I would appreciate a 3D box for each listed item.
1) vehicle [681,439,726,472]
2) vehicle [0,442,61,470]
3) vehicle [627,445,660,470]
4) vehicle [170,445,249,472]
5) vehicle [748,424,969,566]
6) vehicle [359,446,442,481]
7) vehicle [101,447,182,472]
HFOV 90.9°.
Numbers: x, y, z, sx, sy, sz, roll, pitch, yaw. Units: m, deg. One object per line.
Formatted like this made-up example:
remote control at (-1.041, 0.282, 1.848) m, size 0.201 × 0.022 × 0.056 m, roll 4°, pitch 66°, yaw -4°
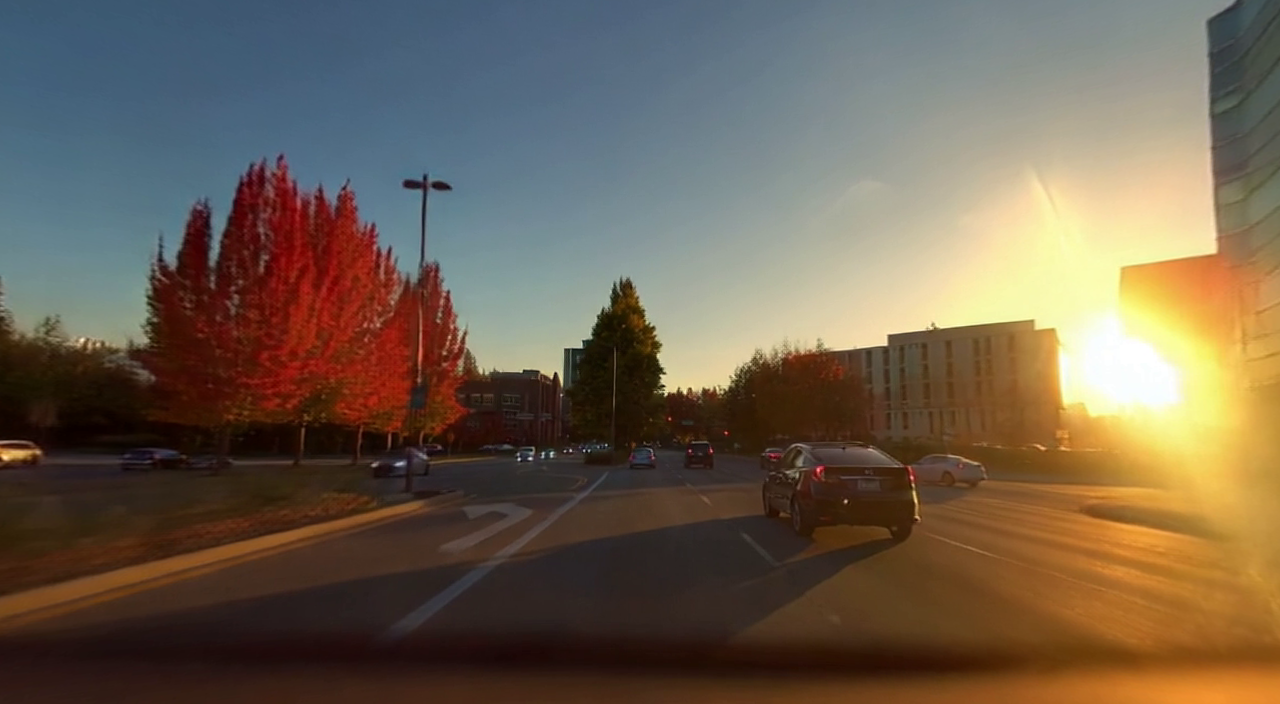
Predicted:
vehicle at (3.782, 6.222, 38.119) m, size 2.154 × 1.844 × 4.634 m, roll 1°, pitch -8°, yaw -1°
vehicle at (-41.549, 6.847, 41.733) m, size 1.920 × 1.763 × 4.591 m, roll 0°, pitch -8°, yaw 0°
vehicle at (0.191, 6.684, 40.157) m, size 1.991 × 1.477 × 3.814 m, roll 0°, pitch -8°, yaw -1°
vehicle at (-28.258, 6.959, 41.552) m, size 1.863 × 1.635 × 4.625 m, roll 0°, pitch -8°, yaw 0°
vehicle at (2.910, 1.974, 9.428) m, size 1.901 × 1.634 × 3.896 m, roll 1°, pitch -8°, yaw 0°
vehicle at (-11.353, 5.291, 30.271) m, size 2.055 × 1.479 × 4.693 m, roll -1°, pitch -9°, yaw 1°
vehicle at (-33.207, 7.134, 42.116) m, size 1.920 × 1.574 × 4.174 m, roll -1°, pitch -8°, yaw 1°
